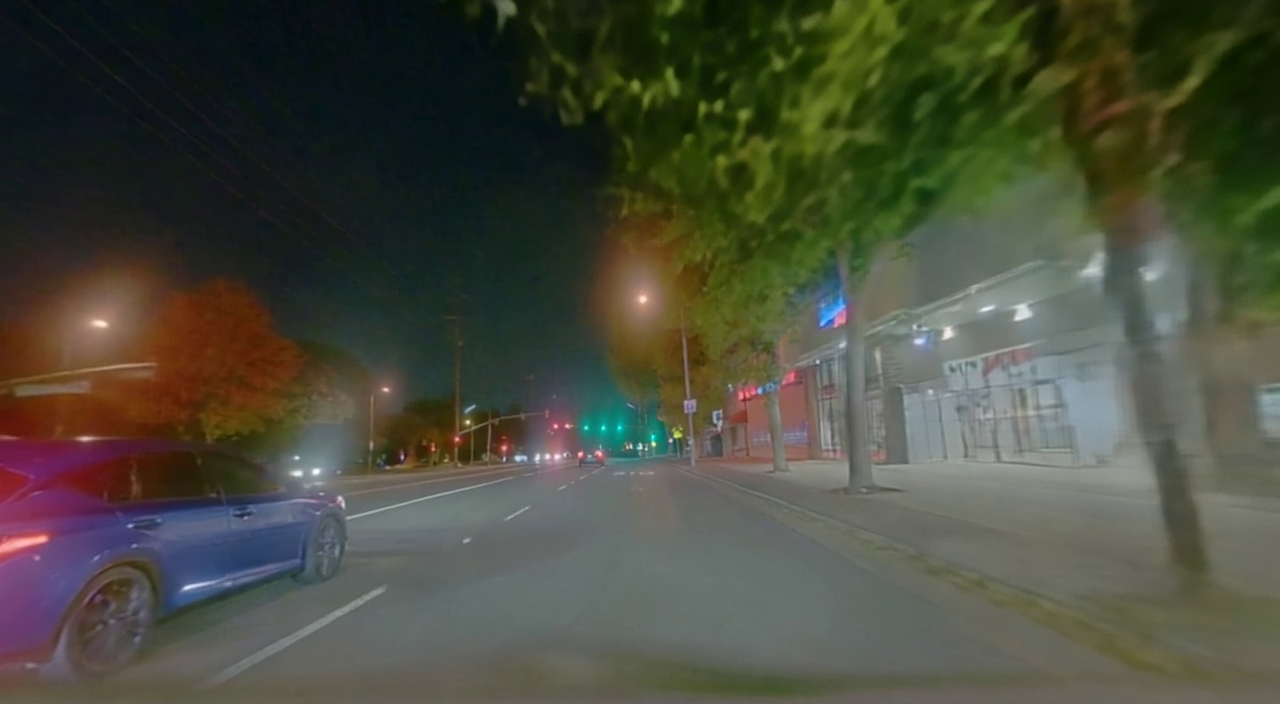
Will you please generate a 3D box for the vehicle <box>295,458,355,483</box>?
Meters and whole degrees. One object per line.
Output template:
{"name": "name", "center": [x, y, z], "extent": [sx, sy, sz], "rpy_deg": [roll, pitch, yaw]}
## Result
{"name": "vehicle", "center": [-22.746, 8.556, 45.828], "extent": [2.127, 1.538, 4.558], "rpy_deg": [0, -8, -1]}
